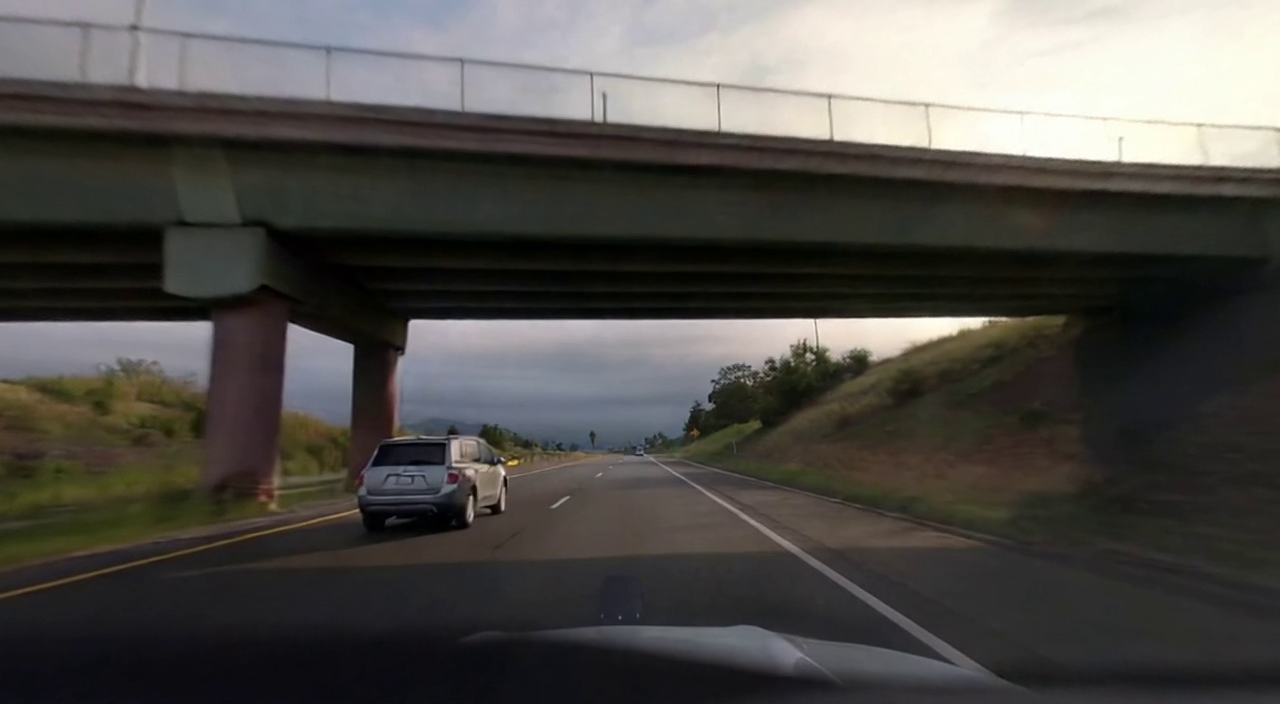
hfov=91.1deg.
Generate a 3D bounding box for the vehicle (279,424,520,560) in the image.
[{"bbox_3d":[-3.408,2.070,10.009,2.082,1.668,4.274,0,-9,1],"label":"vehicle"}]
